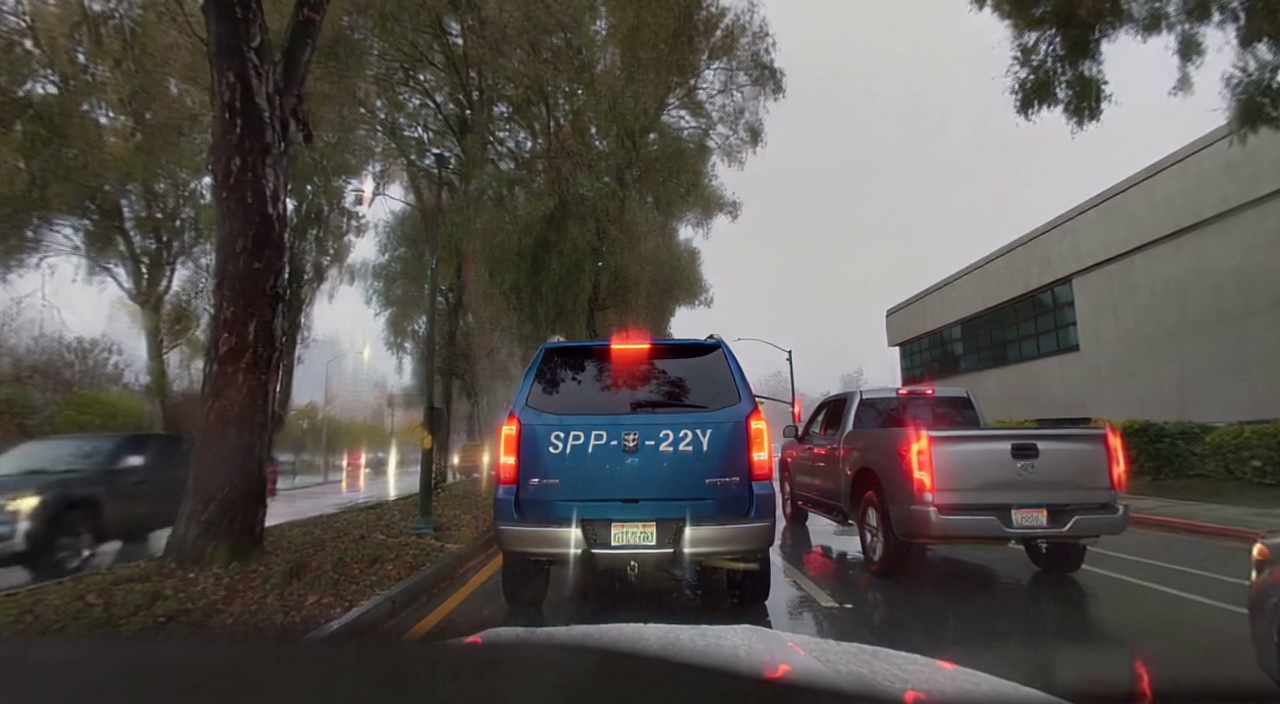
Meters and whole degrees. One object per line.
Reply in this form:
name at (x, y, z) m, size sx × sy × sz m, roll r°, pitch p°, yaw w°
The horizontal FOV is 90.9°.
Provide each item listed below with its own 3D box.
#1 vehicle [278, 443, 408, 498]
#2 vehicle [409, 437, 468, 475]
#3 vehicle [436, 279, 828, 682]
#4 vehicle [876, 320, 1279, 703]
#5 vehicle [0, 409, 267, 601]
vehicle at (-12.173, 4.866, 26.485) m, size 2.419 × 2.018 × 5.952 m, roll 0°, pitch -8°, yaw 2°
vehicle at (-15.455, 7.991, 48.814) m, size 2.395 × 2.745 × 6.273 m, roll 0°, pitch -8°, yaw 1°
vehicle at (0.008, 1.042, 5.976) m, size 2.267 × 2.372 × 4.366 m, roll 0°, pitch -8°, yaw 2°
vehicle at (3.080, 0.987, 3.466) m, size 2.022 × 1.700 × 4.410 m, roll 0°, pitch -8°, yaw 3°
vehicle at (-8.271, 2.070, 9.466) m, size 2.136 × 2.109 × 5.377 m, roll 0°, pitch -9°, yaw -2°
